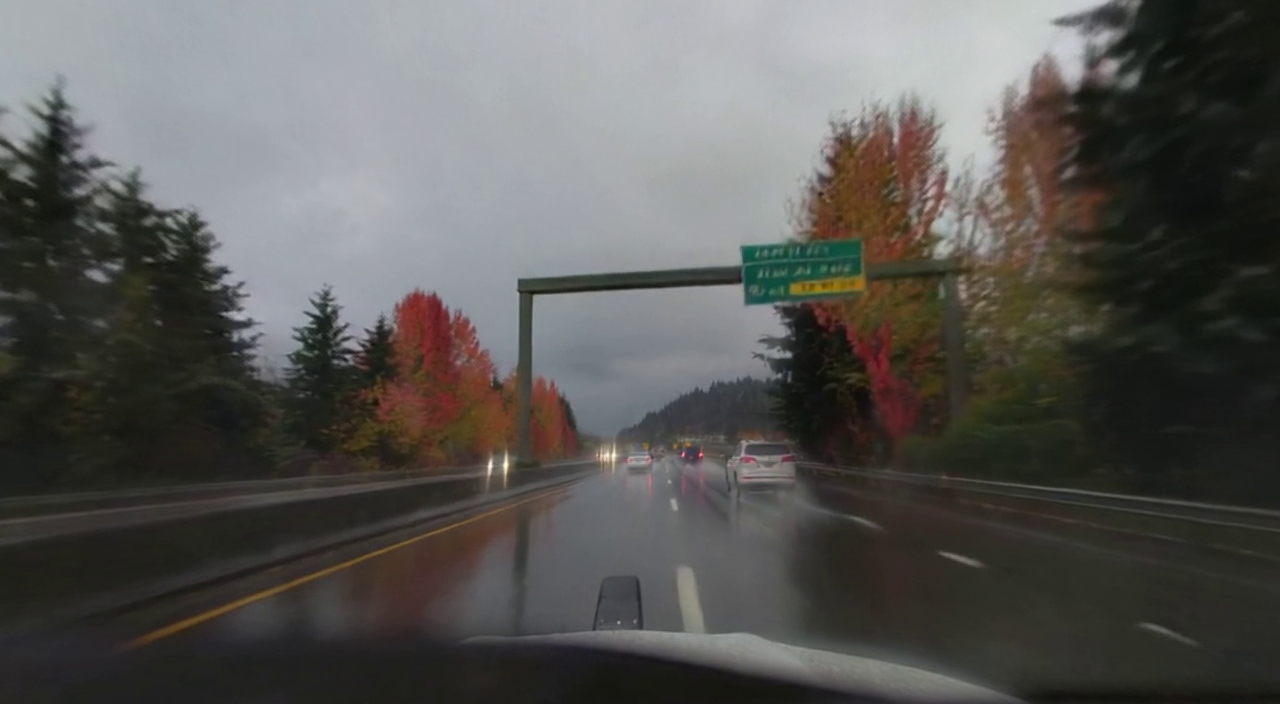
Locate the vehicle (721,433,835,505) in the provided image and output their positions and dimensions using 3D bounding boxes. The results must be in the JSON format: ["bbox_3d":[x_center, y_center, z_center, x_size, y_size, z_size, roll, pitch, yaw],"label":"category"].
[{"bbox_3d":[3.607,3.172,17.338,2.250,1.718,4.358,-1,-9,1],"label":"vehicle"}]

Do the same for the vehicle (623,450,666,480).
[{"bbox_3d":[0.276,5.656,31.627,2.037,1.418,3.793,-1,-9,2],"label":"vehicle"}]
